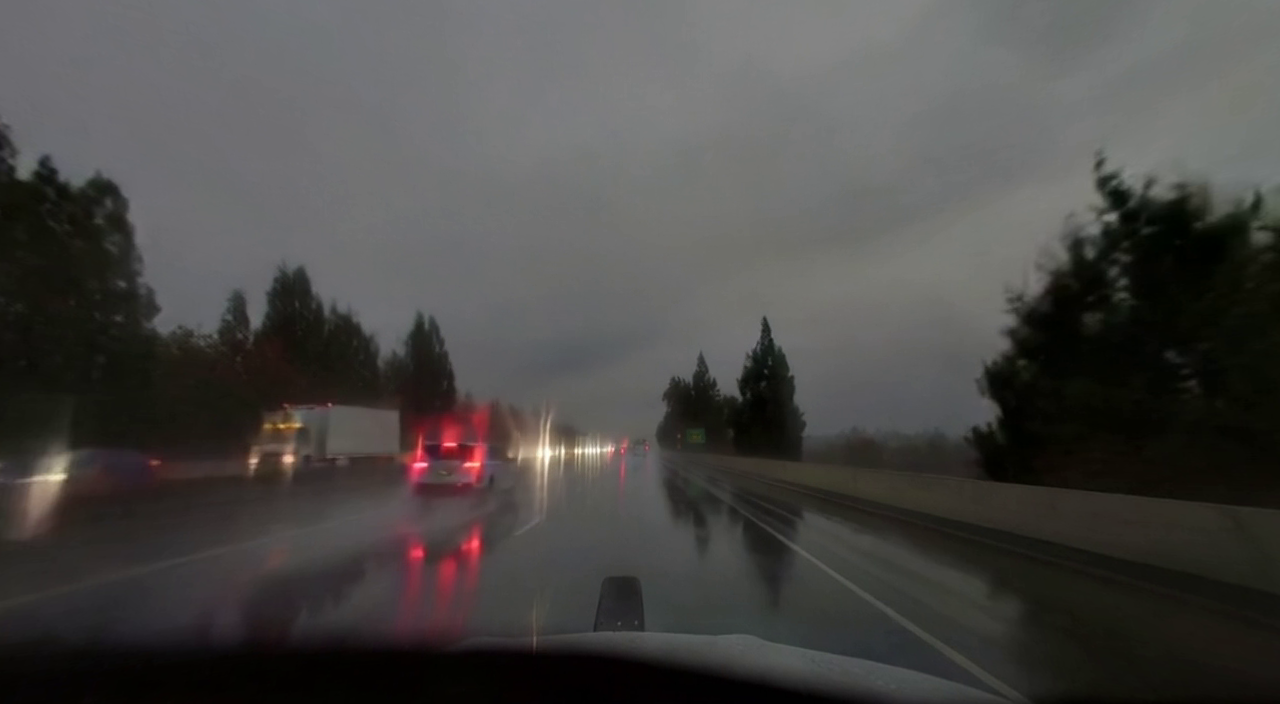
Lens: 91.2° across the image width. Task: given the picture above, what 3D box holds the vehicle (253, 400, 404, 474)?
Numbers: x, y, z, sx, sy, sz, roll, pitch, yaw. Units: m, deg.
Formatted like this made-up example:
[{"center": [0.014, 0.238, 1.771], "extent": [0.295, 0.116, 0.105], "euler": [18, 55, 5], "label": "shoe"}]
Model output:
[{"center": [-19.687, 5.705, 41.336], "extent": [2.892, 4.074, 13.567], "euler": [0, -9, 0], "label": "vehicle"}]

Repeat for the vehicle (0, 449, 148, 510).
[{"center": [-16.560, 3.502, 17.730], "extent": [1.907, 1.503, 4.063], "euler": [0, -9, 1], "label": "vehicle"}]

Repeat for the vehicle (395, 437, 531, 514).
[{"center": [-3.870, 2.761, 14.473], "extent": [1.933, 1.497, 3.973], "euler": [0, -9, 1], "label": "vehicle"}]
